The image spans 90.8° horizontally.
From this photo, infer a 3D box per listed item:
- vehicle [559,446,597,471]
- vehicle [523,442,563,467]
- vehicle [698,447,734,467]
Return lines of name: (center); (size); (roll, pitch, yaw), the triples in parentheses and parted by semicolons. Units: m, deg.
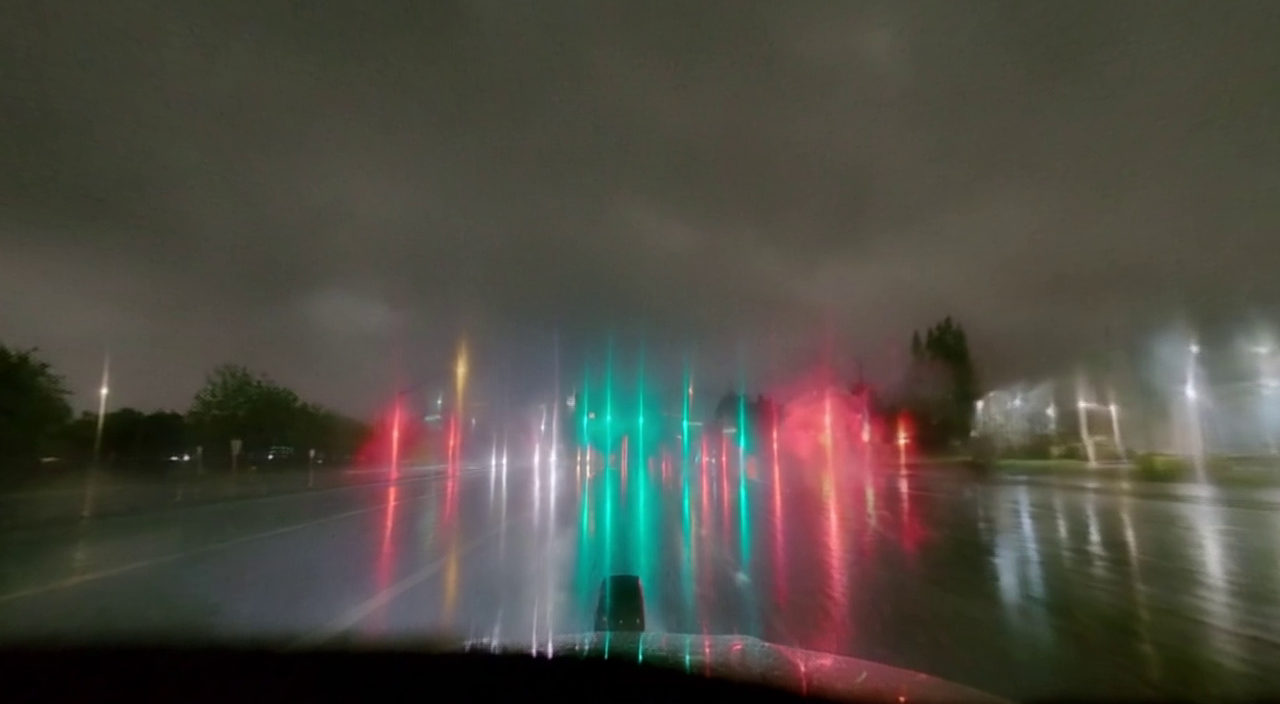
vehicle: (-3.918, 6.766, 40.501); (2.018, 1.463, 4.603); (0, -8, 0)
vehicle: (-7.405, 7.887, 48.746); (2.185, 1.810, 5.589); (0, -8, 1)
vehicle: (5.902, 8.197, 49.568); (2.187, 1.475, 4.529); (0, -8, -2)
